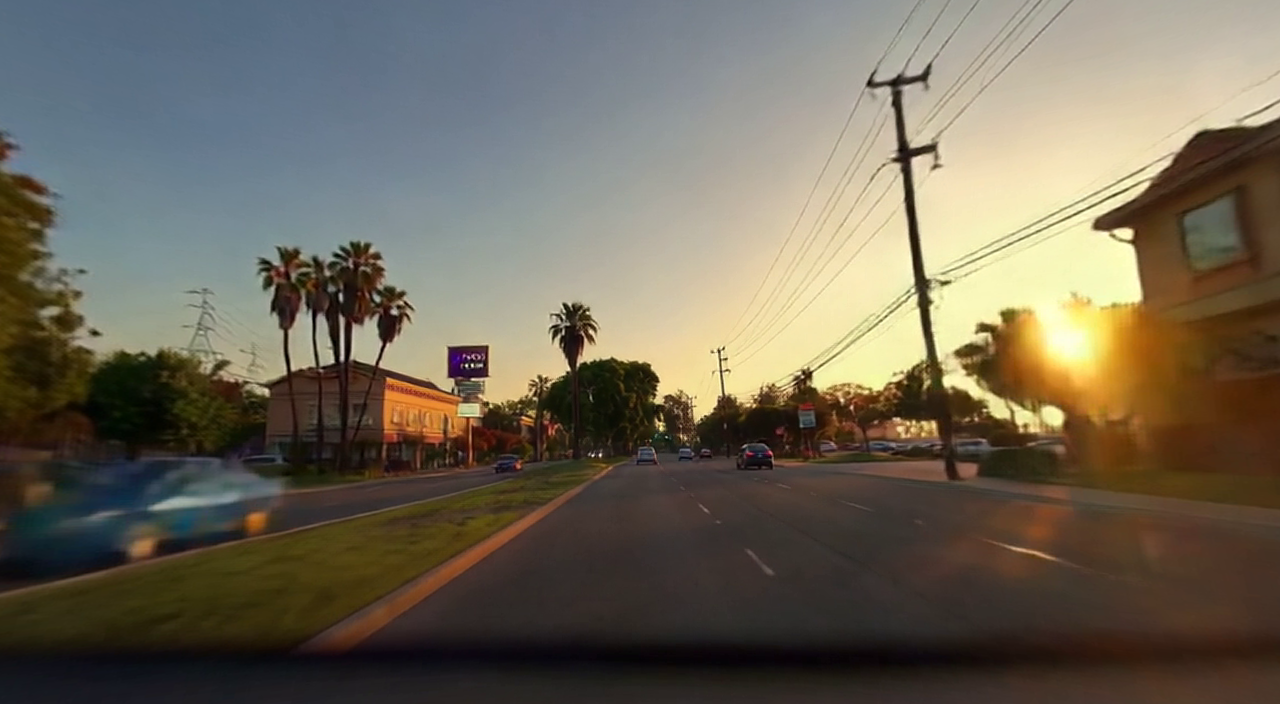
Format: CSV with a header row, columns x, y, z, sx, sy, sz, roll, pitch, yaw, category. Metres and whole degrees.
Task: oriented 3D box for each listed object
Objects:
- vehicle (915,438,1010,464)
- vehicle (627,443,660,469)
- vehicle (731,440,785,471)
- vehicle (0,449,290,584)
x,y,z,sx,sy,sz,roll,pitch,yaw,category
19.908,6.142,39.065,4.768,1.512,1.986,0,-9,1,vehicle
0.262,7.103,43.112,2.138,1.702,4.168,0,-9,1,vehicle
6.816,6.034,36.877,2.252,1.718,4.617,0,-9,0,vehicle
-7.753,2.273,9.684,1.959,1.535,4.707,0,-9,1,vehicle
